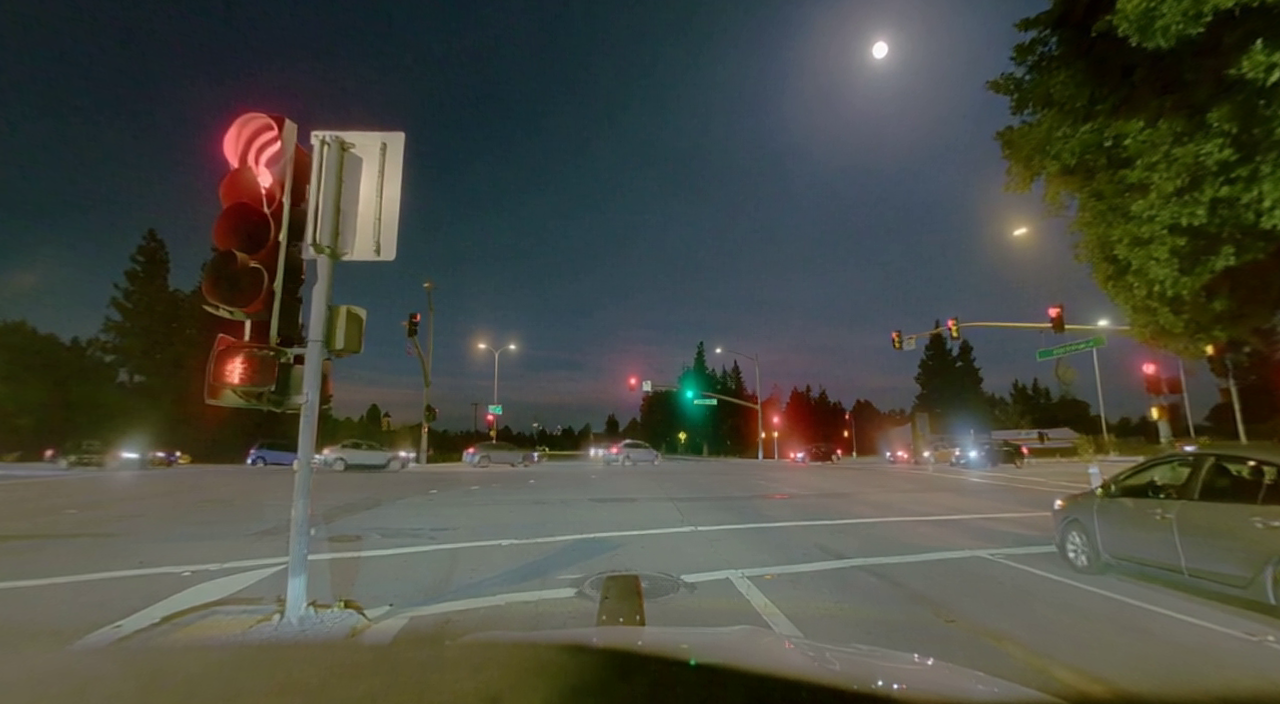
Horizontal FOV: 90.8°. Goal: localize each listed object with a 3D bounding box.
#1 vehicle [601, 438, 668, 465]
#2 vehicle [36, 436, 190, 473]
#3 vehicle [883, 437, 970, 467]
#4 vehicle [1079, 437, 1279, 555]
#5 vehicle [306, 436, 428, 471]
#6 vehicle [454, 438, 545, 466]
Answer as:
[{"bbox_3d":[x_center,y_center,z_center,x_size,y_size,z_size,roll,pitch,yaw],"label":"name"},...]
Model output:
[{"bbox_3d":[-0.271,6.149,39.120,1.896,1.544,4.331,-6,-11,37],"label":"vehicle"},{"bbox_3d":[-22.489,4.389,27.200,4.580,1.472,1.891,3,-9,-18],"label":"vehicle"},{"bbox_3d":[15.166,5.314,33.748,1.962,1.468,4.516,2,-9,-11],"label":"vehicle"},{"bbox_3d":[9.273,2.131,9.534,1.993,1.505,4.721,4,-9,0],"label":"vehicle"},{"bbox_3d":[-12.288,4.578,28.558,4.849,1.476,1.935,4,-9,-26],"label":"vehicle"},{"bbox_3d":[-8.115,5.817,36.924,1.922,1.485,4.912,-8,-12,43],"label":"vehicle"}]
